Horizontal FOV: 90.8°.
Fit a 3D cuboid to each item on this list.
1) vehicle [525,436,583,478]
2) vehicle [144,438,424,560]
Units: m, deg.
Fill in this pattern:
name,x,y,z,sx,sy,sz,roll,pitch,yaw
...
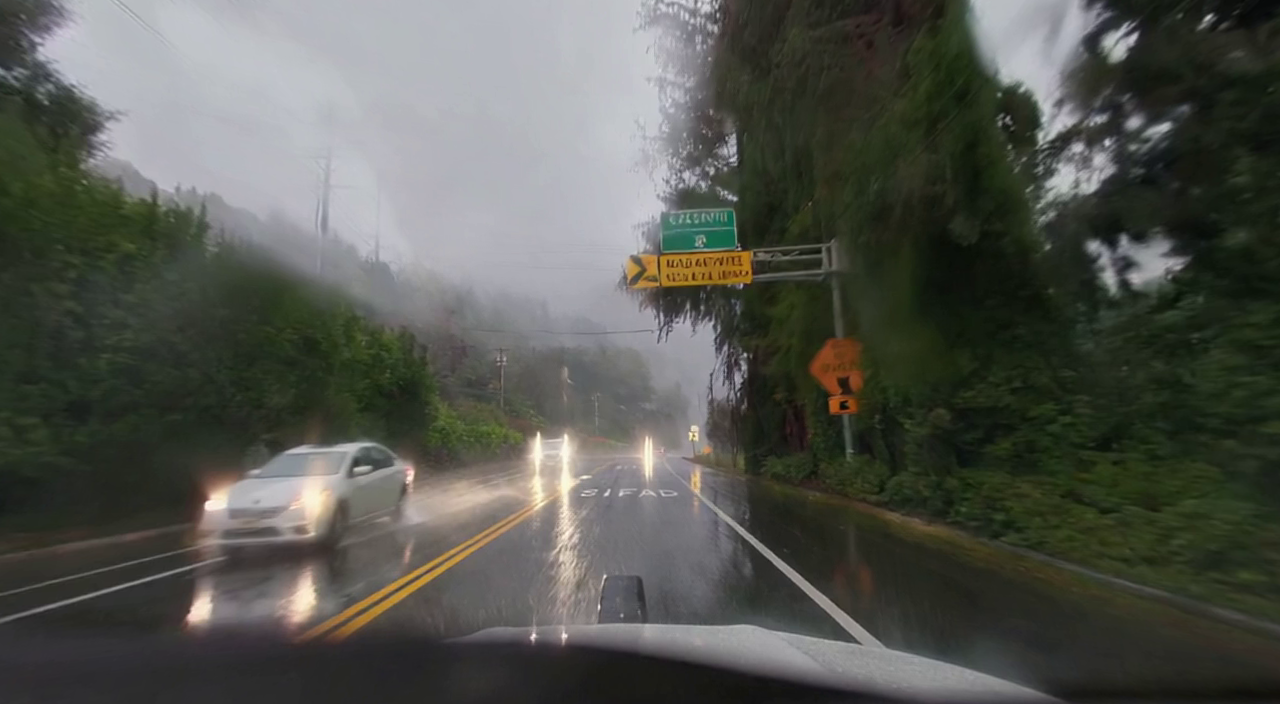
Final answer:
name,x,y,z,sx,sy,sz,roll,pitch,yaw
vehicle,-3.955,4.894,29.655,2.018,1.702,4.423,-3,-9,1
vehicle,-5.264,2.199,10.238,2.023,1.511,4.355,0,-9,-1
